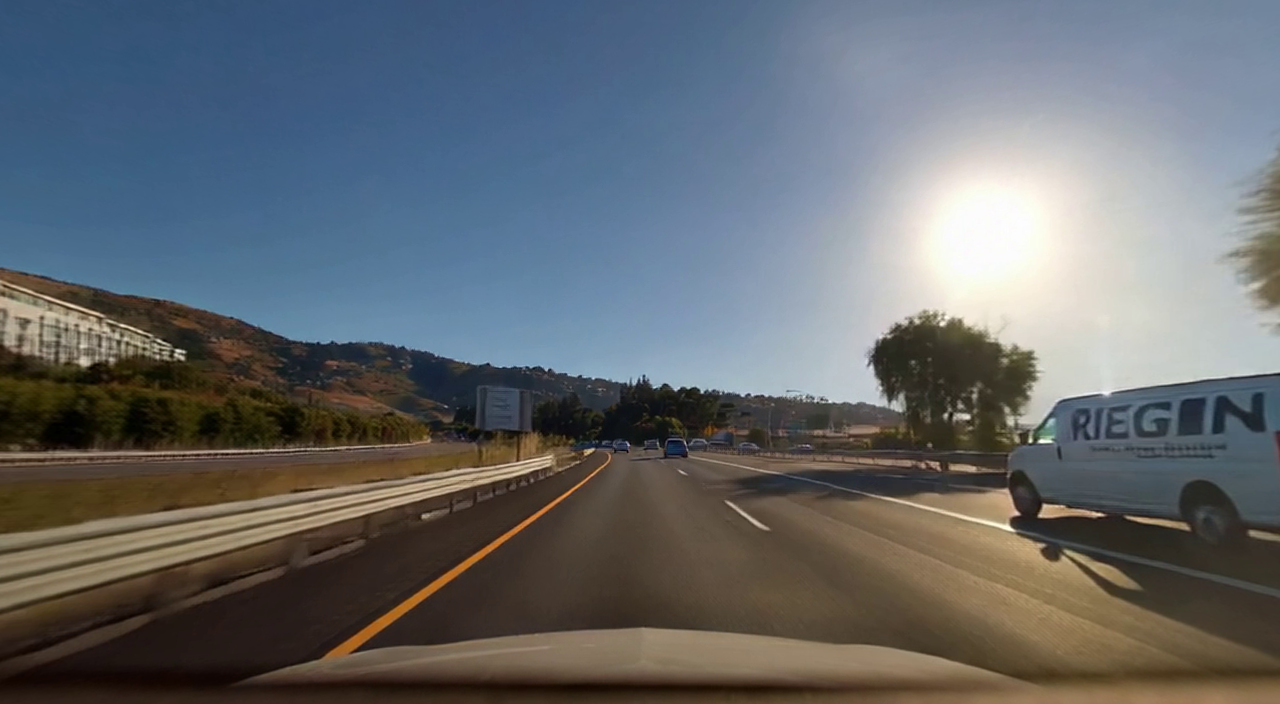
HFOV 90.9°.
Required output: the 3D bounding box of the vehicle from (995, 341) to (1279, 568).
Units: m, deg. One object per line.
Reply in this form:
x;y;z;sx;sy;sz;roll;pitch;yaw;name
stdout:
6.988;1.192;7.496;2.275;2.059;5.543;0;-8;0;vehicle
